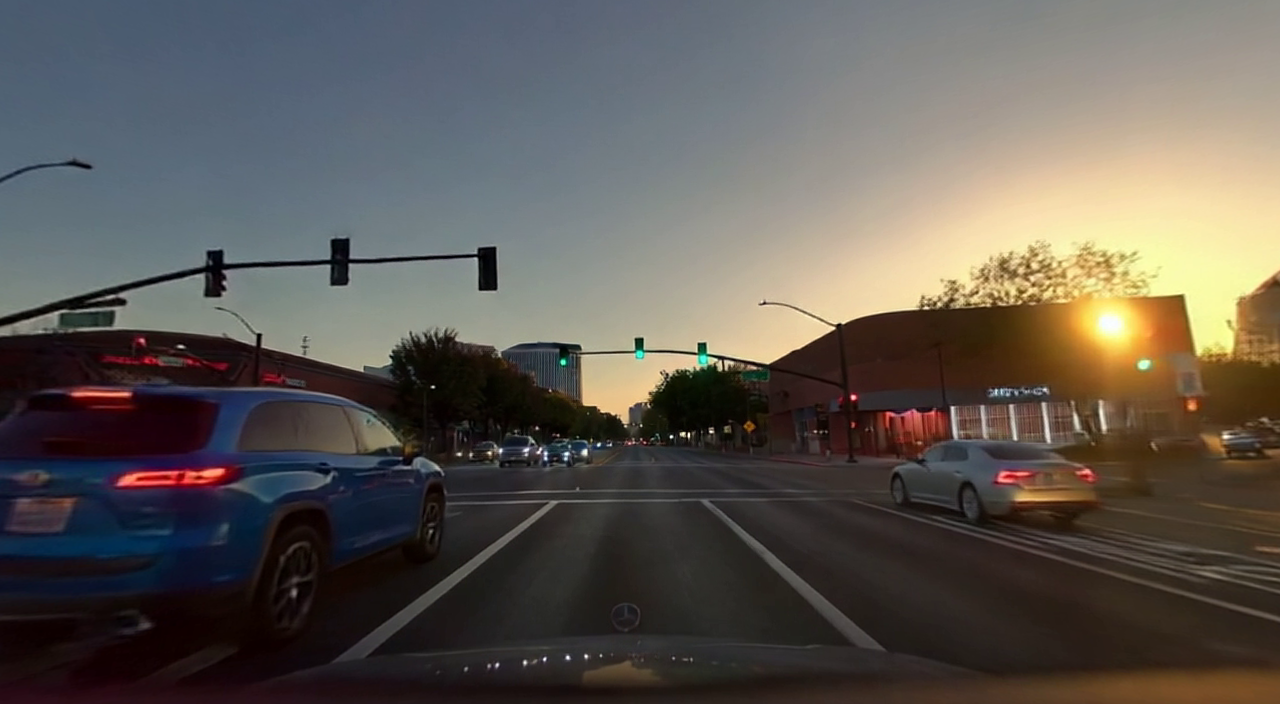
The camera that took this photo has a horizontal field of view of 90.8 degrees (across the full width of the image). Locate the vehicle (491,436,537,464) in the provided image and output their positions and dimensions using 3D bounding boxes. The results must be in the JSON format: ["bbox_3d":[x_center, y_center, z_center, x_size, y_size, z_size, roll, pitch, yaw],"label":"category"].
[{"bbox_3d":[-8.591,6.757,43.601,2.273,1.791,4.809,0,-8,-1],"label":"vehicle"}]

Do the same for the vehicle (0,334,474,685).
[{"bbox_3d":[-3.367,1.201,5.962,2.313,1.883,5.016,0,-9,-1],"label":"vehicle"}]

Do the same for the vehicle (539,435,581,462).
[{"bbox_3d":[-5.603,6.865,44.917,2.384,1.787,5.038,0,-8,-1],"label":"vehicle"}]

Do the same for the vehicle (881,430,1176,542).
[{"bbox_3d":[6.124,2.150,10.880,1.972,1.476,4.775,0,-8,-1],"label":"vehicle"}]
